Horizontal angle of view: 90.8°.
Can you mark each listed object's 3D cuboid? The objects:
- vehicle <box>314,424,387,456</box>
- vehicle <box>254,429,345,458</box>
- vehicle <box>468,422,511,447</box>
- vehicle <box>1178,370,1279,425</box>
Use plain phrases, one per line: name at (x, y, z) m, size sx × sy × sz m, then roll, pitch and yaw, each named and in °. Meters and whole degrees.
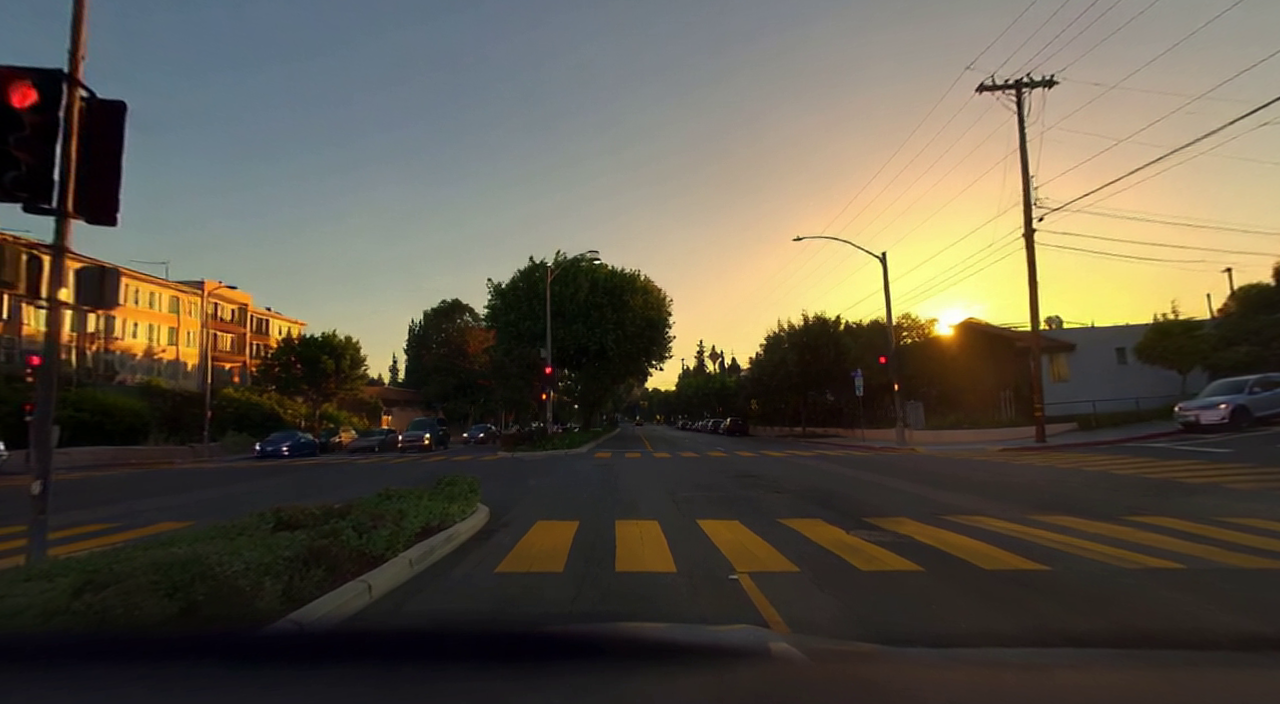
vehicle at (-18.288, 5.618, 40.210) m, size 2.225 × 1.871 × 5.189 m, roll 0°, pitch -9°, yaw 0°
vehicle at (-18.083, 4.932, 33.877) m, size 1.939 × 1.430 × 5.533 m, roll 0°, pitch -9°, yaw -2°
vehicle at (-11.633, 6.474, 49.098) m, size 2.118 × 1.809 × 4.591 m, roll 0°, pitch -8°, yaw 2°
vehicle at (22.341, 1.583, 22.620) m, size 4.531 × 1.753 × 1.964 m, roll -2°, pitch -2°, yaw -5°
